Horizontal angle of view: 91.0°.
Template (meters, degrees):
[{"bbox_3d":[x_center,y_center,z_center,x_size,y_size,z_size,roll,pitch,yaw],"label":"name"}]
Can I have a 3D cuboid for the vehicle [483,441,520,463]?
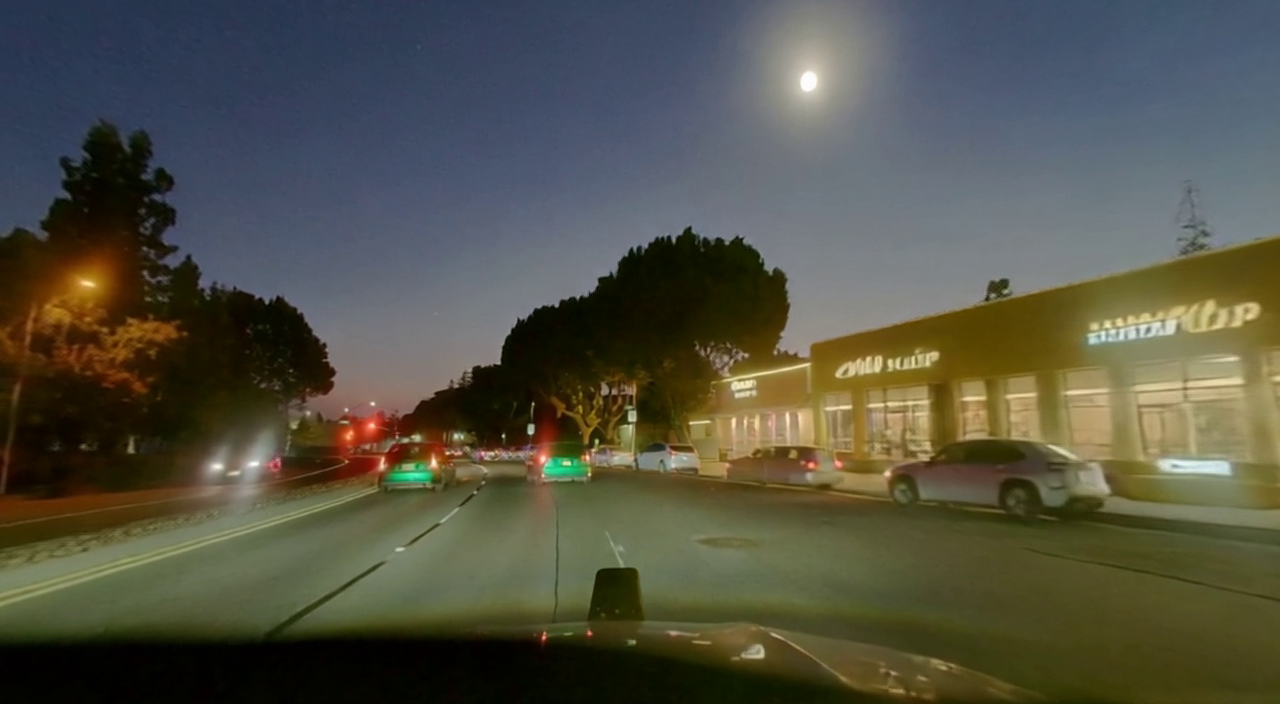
[{"bbox_3d":[-9.568,6.858,43.239,1.920,1.416,4.310,3,-9,-20],"label":"vehicle"}]

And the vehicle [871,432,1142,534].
[{"bbox_3d":[6.614,2.353,12.001,1.952,1.547,4.091,3,-9,-19],"label":"vehicle"}]

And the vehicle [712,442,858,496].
[{"bbox_3d":[4.329,3.572,19.791,2.038,1.446,4.896,3,-9,-21],"label":"vehicle"}]

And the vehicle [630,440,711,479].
[{"bbox_3d":[1.218,4.634,27.414,1.905,1.537,4.276,3,-9,-21],"label":"vehicle"}]

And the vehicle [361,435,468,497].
[{"bbox_3d":[-6.110,3.116,17.711,2.105,1.477,4.857,2,-9,-11],"label":"vehicle"}]

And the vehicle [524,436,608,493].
[{"bbox_3d":[-2.350,3.321,19.029,2.001,1.483,4.442,2,-9,-13],"label":"vehicle"}]

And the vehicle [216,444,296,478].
[{"bbox_3d":[-17.901,5.064,29.577,2.000,1.477,4.346,2,-9,-15],"label":"vehicle"}]

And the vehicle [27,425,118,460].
[{"bbox_3d":[-40.519,6.519,45.167,2.430,2.266,6.029,5,-10,-18],"label":"vehicle"}]
